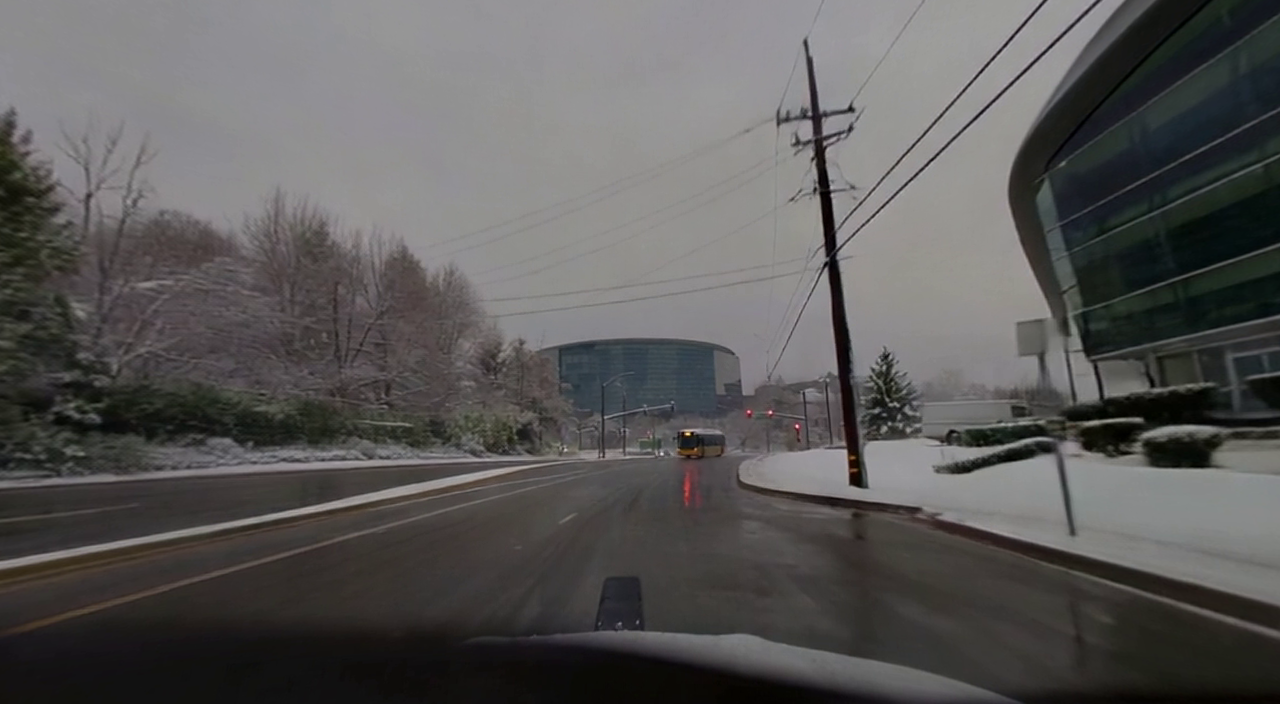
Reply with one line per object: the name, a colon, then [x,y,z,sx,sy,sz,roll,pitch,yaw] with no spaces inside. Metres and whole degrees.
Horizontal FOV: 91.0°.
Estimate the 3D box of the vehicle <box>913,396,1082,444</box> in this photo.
vehicle: [15.024,2.923,26.865,5.745,1.902,2.244,-1,-9,10]
